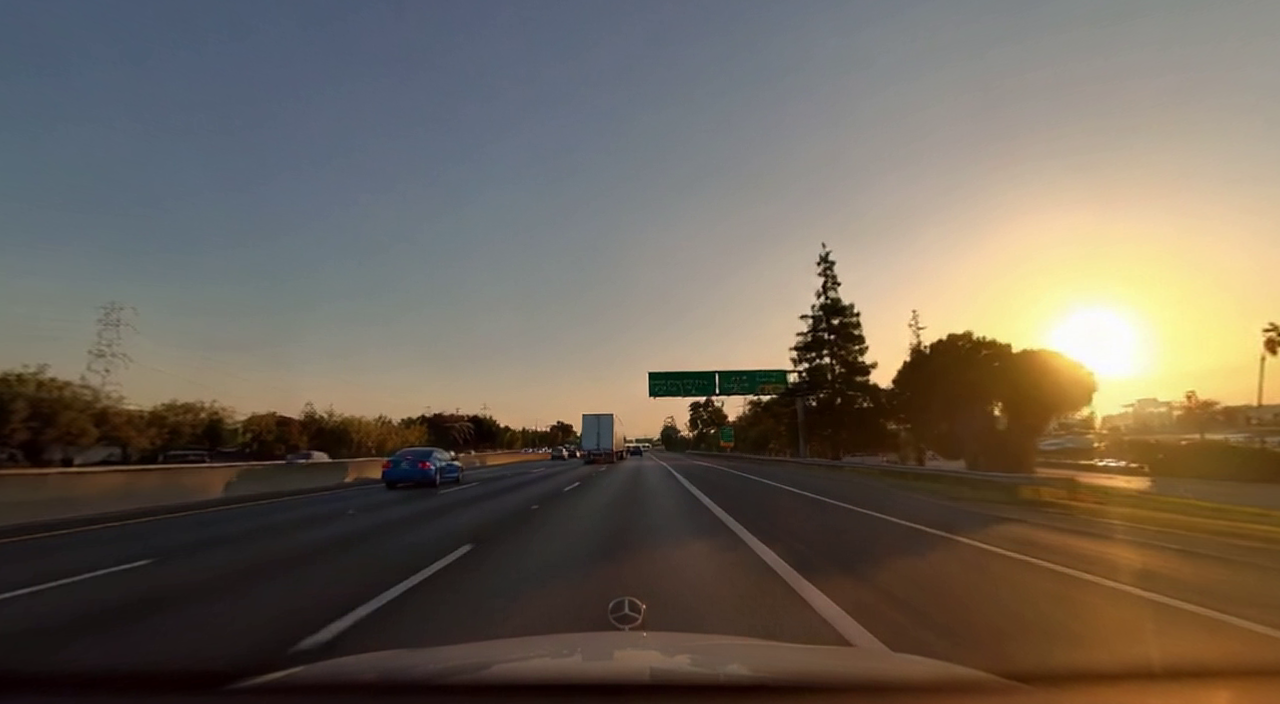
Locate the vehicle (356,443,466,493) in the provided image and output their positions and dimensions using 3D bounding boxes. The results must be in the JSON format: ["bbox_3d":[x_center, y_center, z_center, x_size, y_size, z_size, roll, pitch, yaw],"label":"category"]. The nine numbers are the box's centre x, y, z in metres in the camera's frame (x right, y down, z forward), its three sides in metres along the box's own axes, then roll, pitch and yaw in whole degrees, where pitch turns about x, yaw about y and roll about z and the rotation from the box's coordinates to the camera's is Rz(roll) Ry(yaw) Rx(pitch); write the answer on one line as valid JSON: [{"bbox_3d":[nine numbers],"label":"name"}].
[{"bbox_3d":[-7.500,3.818,21.125,1.901,1.467,4.629,-1,-9,1],"label":"vehicle"}]

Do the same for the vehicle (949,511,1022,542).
[{"bbox_3d":[24.660,12.494,45.071,2.126,1.475,4.971,0,-8,-5],"label":"vehicle"}]
